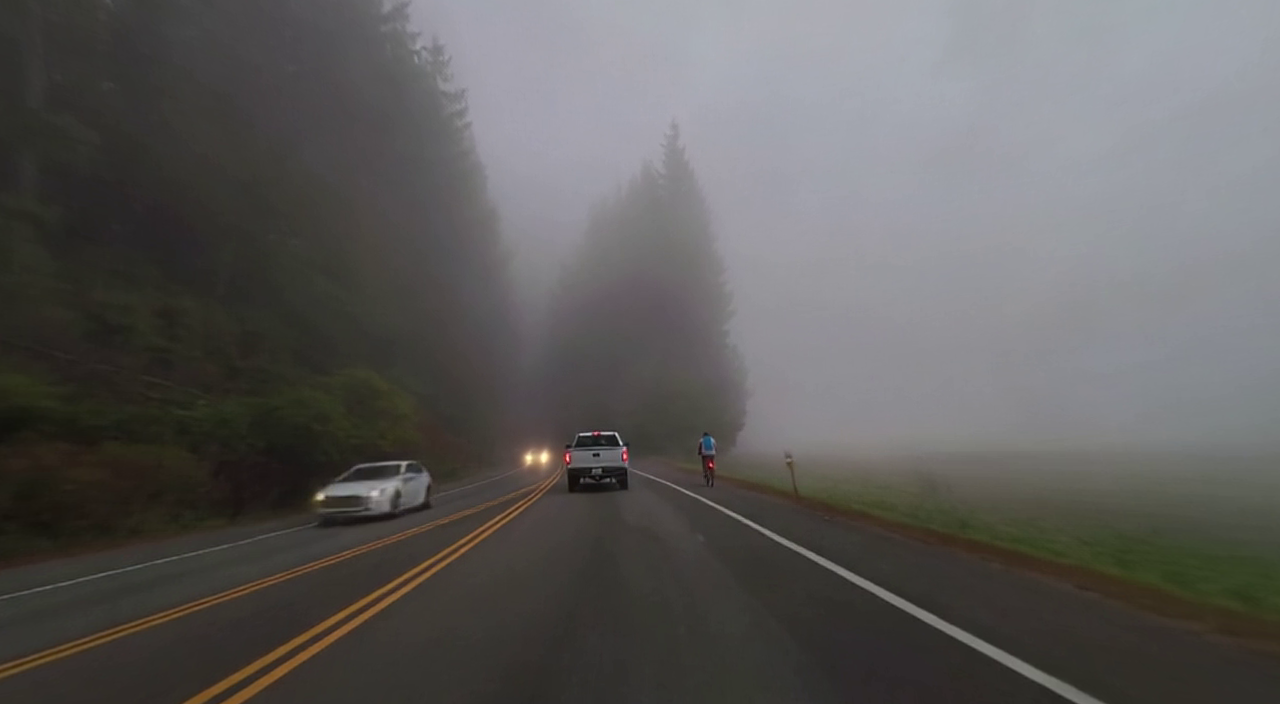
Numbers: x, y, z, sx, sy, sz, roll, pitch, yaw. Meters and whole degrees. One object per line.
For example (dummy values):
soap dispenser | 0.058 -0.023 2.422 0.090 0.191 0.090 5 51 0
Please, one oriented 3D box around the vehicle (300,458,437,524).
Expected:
vehicle | -7.249 3.714 17.367 2.045 1.474 3.956 -1 -9 -1

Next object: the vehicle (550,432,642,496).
vehicle | -1.374 3.614 20.820 2.631 1.798 5.331 0 -9 -2
